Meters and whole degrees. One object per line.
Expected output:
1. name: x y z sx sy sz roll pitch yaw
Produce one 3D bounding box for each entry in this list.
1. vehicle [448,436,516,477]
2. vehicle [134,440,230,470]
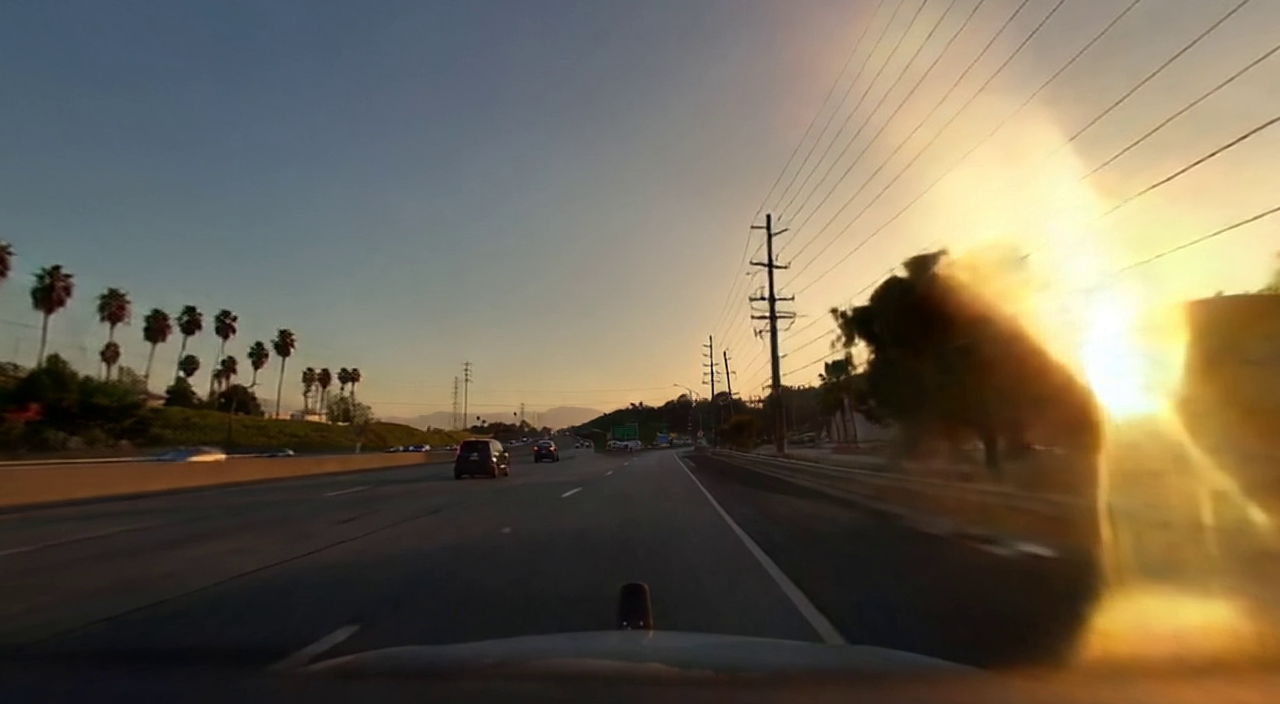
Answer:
1. vehicle: -6.622 4.408 26.879 2.029 1.609 3.935 0 -8 -2
2. vehicle: -32.324 7.265 44.823 2.345 1.917 6.283 0 -8 -3
